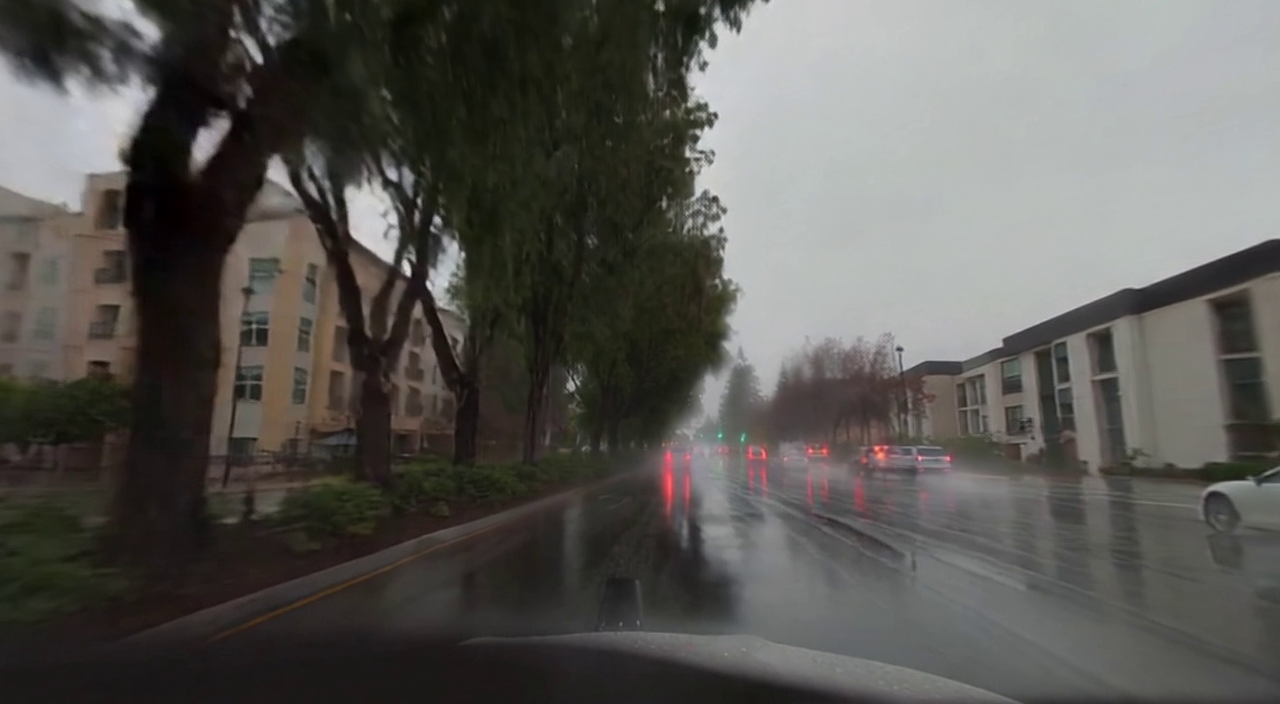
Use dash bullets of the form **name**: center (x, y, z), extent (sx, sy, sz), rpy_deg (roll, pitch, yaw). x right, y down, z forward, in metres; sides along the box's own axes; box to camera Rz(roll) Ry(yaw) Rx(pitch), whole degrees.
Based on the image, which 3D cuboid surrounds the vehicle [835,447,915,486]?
- **vehicle**: center (9.624, 4.695, 26.242), extent (2.020, 1.472, 3.958), rpy_deg (-1, -9, 4)

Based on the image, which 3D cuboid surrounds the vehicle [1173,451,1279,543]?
- **vehicle**: center (11.606, 2.403, 10.361), extent (1.888, 1.508, 4.646), rpy_deg (-1, -9, 4)

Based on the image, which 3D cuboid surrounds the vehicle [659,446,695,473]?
- **vehicle**: center (2.224, 6.430, 38.043), extent (2.077, 1.477, 3.897), rpy_deg (0, -8, 3)

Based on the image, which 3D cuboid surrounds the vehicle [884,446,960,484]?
- **vehicle**: center (13.611, 5.446, 30.756), extent (1.945, 1.687, 4.292), rpy_deg (-1, -8, 4)
